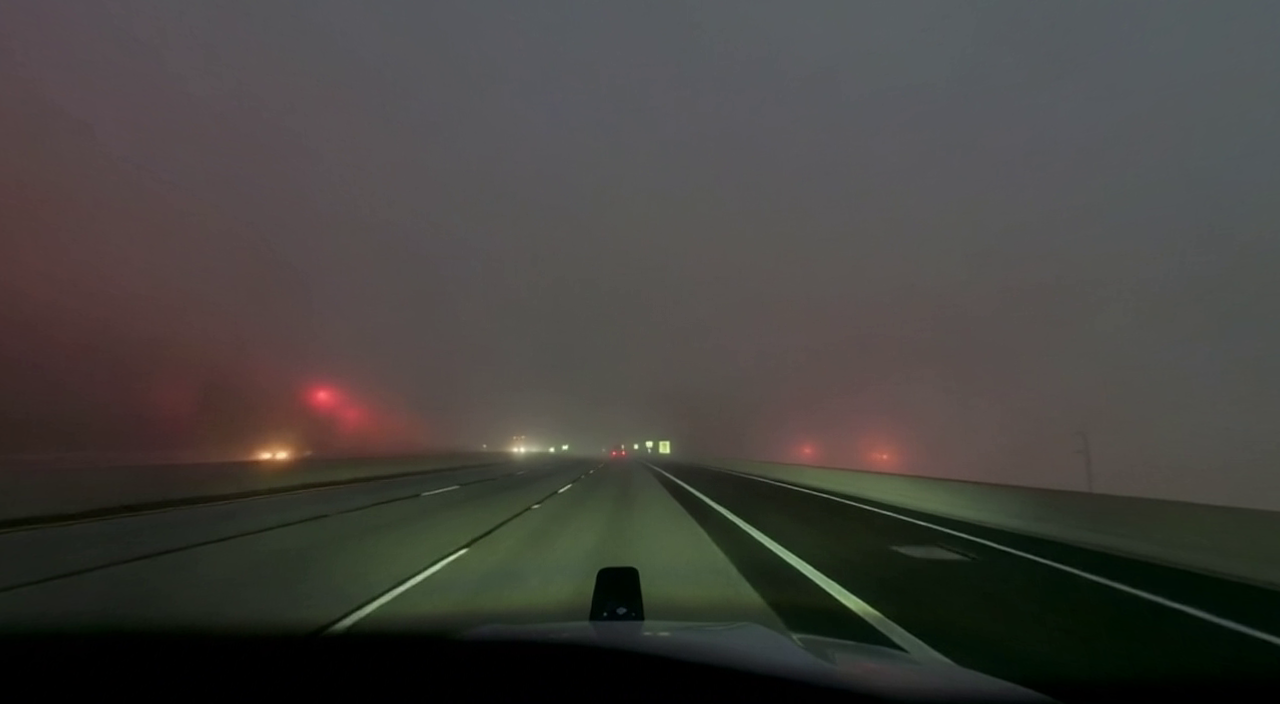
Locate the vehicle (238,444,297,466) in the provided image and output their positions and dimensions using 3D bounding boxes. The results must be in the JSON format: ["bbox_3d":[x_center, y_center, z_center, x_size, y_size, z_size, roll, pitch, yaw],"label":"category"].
[{"bbox_3d":[-26.004,7.192,44.165,1.766,1.461,3.983,0,-9,-2],"label":"vehicle"}]
